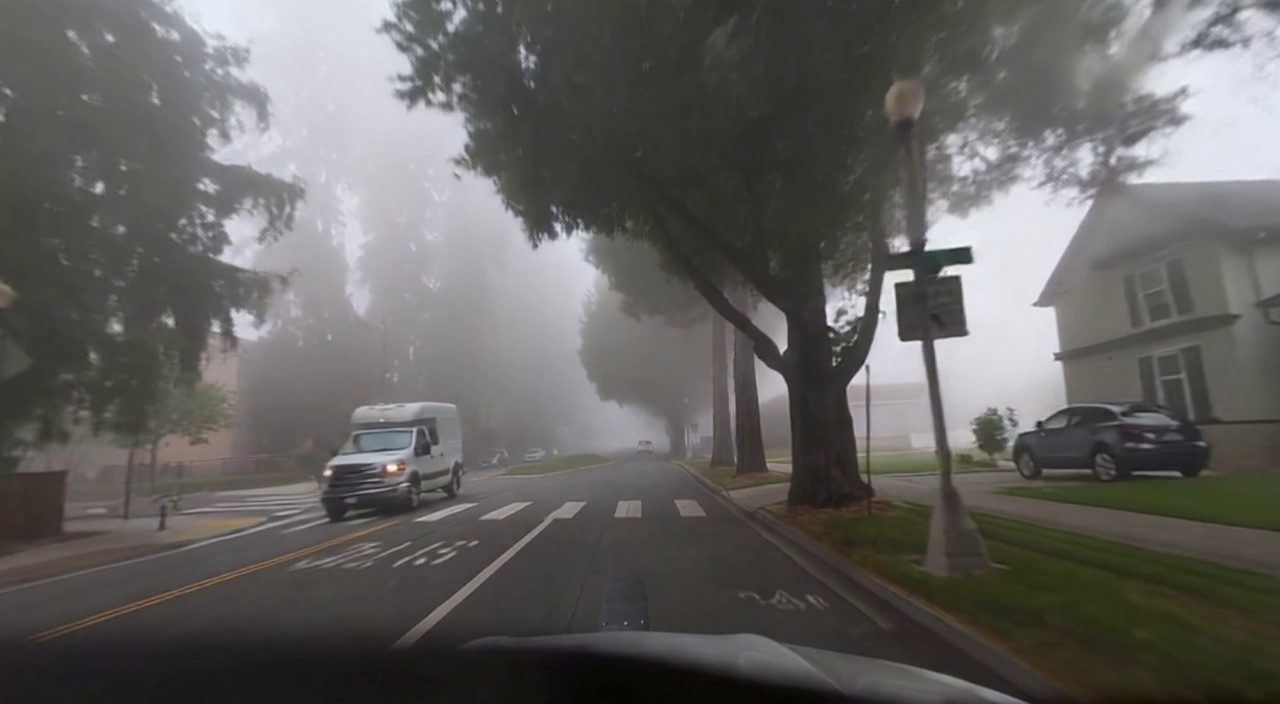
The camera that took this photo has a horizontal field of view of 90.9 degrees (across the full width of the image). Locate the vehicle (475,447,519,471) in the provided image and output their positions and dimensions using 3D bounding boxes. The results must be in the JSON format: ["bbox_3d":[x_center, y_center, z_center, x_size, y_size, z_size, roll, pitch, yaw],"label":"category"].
[{"bbox_3d":[-9.722,7.306,43.274,1.892,1.484,4.576,1,-9,1],"label":"vehicle"}]

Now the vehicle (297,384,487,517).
[{"bbox_3d":[-5.918,2.485,16.214,2.303,2.760,5.868,0,-8,1],"label":"vehicle"}]
